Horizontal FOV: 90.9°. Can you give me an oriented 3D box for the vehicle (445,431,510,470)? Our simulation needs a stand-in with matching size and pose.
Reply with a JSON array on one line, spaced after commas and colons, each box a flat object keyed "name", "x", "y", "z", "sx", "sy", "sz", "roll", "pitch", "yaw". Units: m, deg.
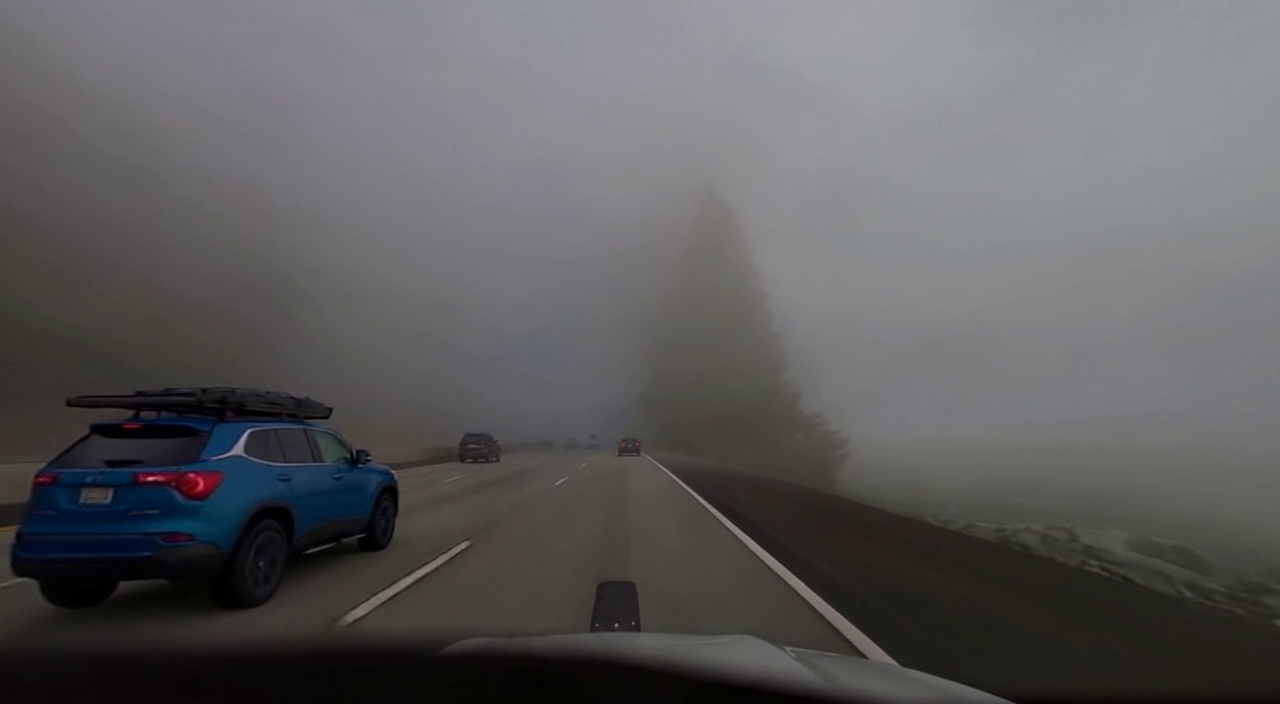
[{"name": "vehicle", "x": -7.758, "y": 4.732, "z": 30.588, "sx": 1.964, "sy": 1.745, "sz": 4.338, "roll": 0, "pitch": -8, "yaw": 1}]

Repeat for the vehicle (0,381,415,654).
[{"name": "vehicle", "x": -4.172, "y": 1.369, "z": 6.441, "sx": 2.069, "sy": 1.748, "sz": 4.652, "roll": 0, "pitch": -8, "yaw": -1}]

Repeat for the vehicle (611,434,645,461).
[{"name": "vehicle", "x": -0.775, "y": 6.357, "z": 42.111, "sx": 2.178, "sy": 1.658, "sz": 3.916, "roll": 0, "pitch": -8, "yaw": -1}]
